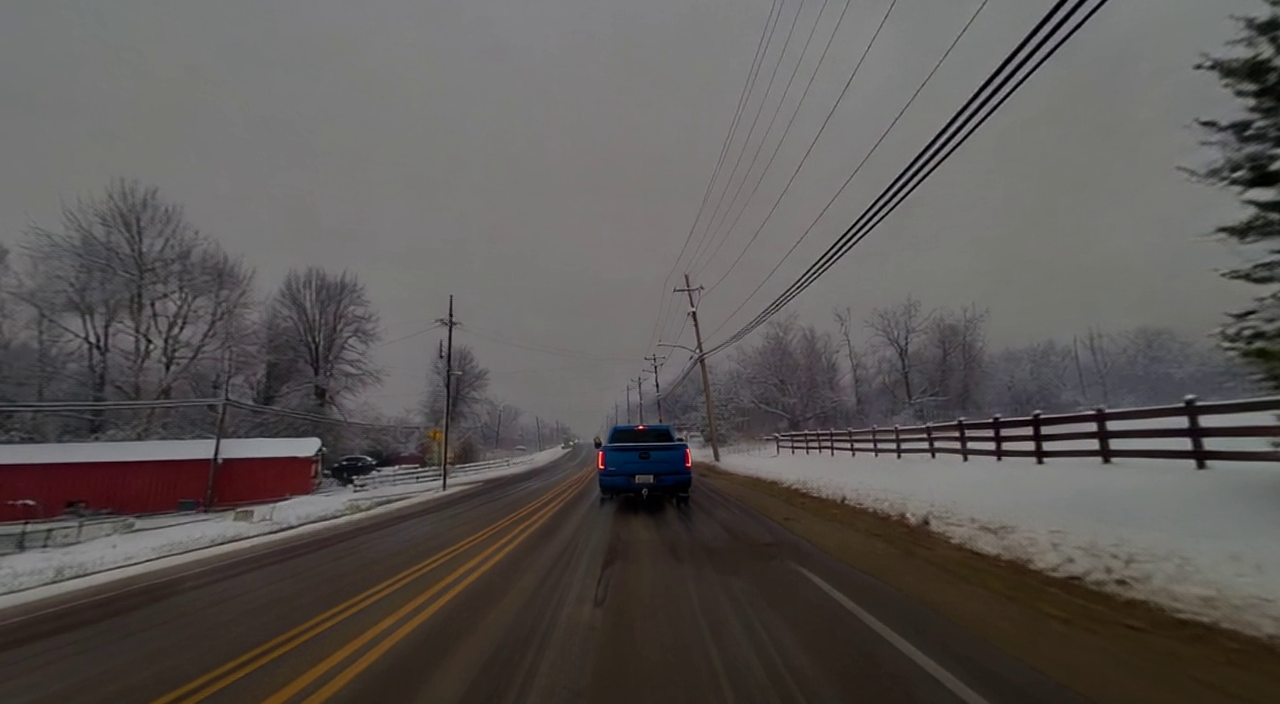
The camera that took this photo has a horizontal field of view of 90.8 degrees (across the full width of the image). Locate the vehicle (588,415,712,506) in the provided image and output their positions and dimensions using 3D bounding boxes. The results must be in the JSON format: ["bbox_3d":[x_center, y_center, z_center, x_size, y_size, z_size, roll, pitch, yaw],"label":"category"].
[{"bbox_3d":[0.111,2.811,16.888,2.693,1.941,6.356,0,-8,-2],"label":"vehicle"}]
